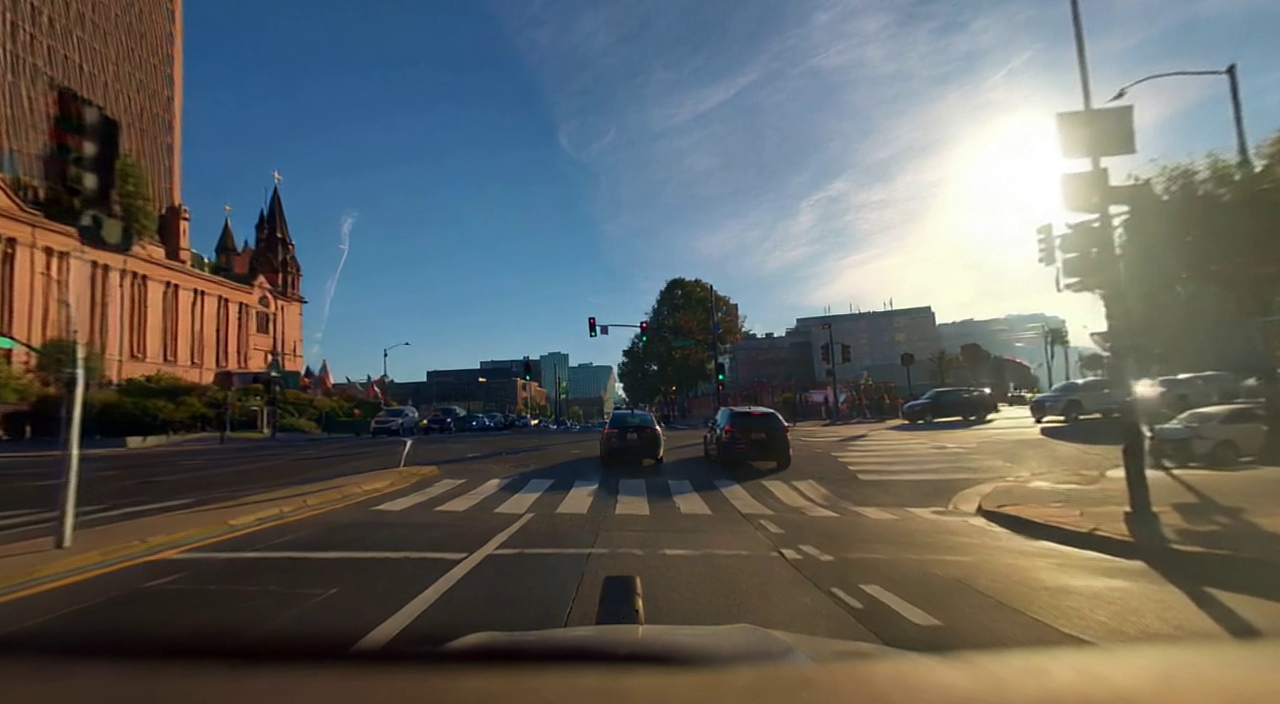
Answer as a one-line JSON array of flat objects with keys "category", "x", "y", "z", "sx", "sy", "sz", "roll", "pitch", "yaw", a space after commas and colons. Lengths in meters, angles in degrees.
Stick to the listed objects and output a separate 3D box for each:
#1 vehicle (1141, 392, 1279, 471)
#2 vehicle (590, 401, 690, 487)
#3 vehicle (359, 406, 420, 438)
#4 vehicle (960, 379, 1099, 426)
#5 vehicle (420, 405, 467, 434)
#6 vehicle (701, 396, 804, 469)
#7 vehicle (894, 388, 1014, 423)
[{"category": "vehicle", "x": 16.445, "y": 2.071, "z": 17.006, "sx": 4.379, "sy": 1.486, "sz": 1.941, "roll": -5, "pitch": 2, "yaw": -3}, {"category": "vehicle", "x": -0.109, "y": 2.159, "z": 15.830, "sx": 2.168, "sy": 1.776, "sz": 4.135, "roll": 0, "pitch": -4, "yaw": -3}, {"category": "vehicle", "x": -16.462, "y": 4.728, "z": 41.808, "sx": 1.969, "sy": 1.896, "sz": 5.404, "roll": 1, "pitch": -8, "yaw": -2}, {"category": "vehicle", "x": 16.487, "y": 2.142, "z": 26.907, "sx": 4.512, "sy": 1.734, "sz": 2.143, "roll": -2, "pitch": -4, "yaw": -3}, {"category": "vehicle", "x": -13.482, "y": 4.697, "z": 43.600, "sx": 2.069, "sy": 1.790, "sz": 4.358, "roll": 1, "pitch": -8, "yaw": -3}, {"category": "vehicle", "x": 3.240, "y": 2.310, "z": 19.223, "sx": 2.080, "sy": 1.735, "sz": 4.650, "roll": 1, "pitch": -2, "yaw": -2}, {"category": "vehicle", "x": 14.682, "y": 2.536, "z": 29.695, "sx": 4.488, "sy": 1.475, "sz": 2.083, "roll": -1, "pitch": -6, "yaw": -3}]
